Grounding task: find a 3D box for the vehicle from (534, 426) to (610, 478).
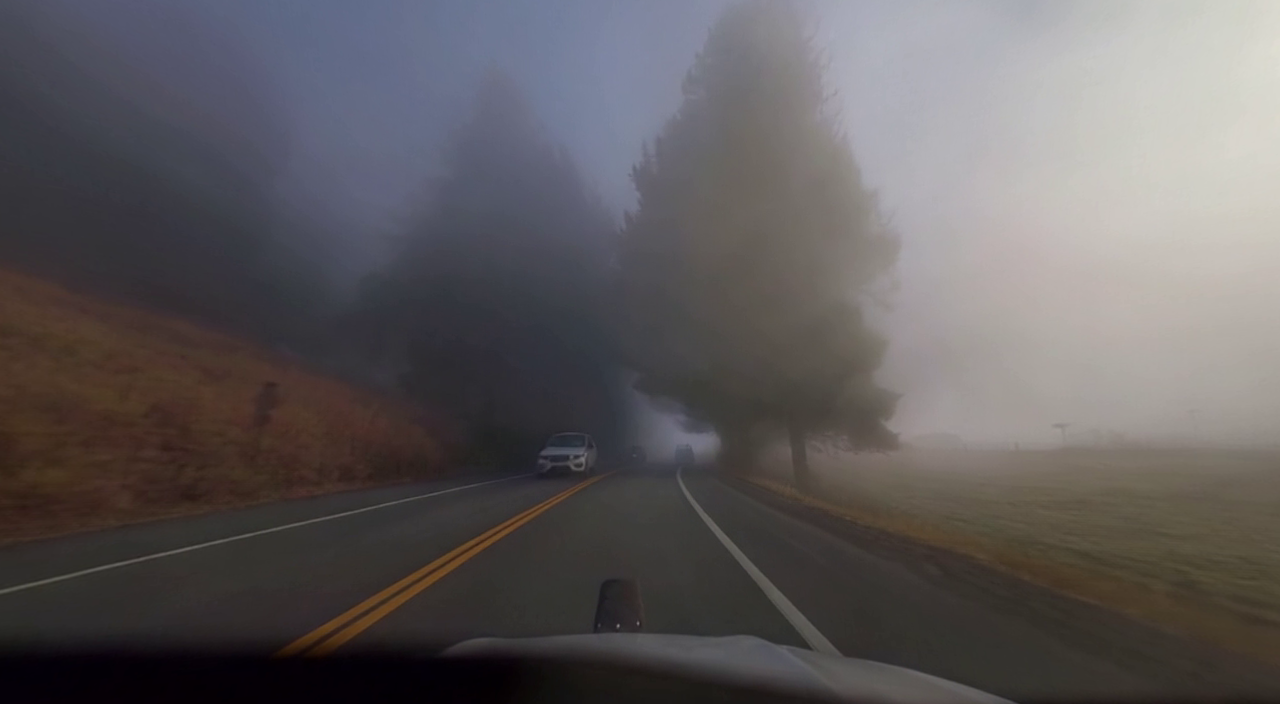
[{"bbox_3d":[-3.359,5.195,33.176,2.825,2.376,7.468,-1,-8,3],"label":"vehicle"}]
